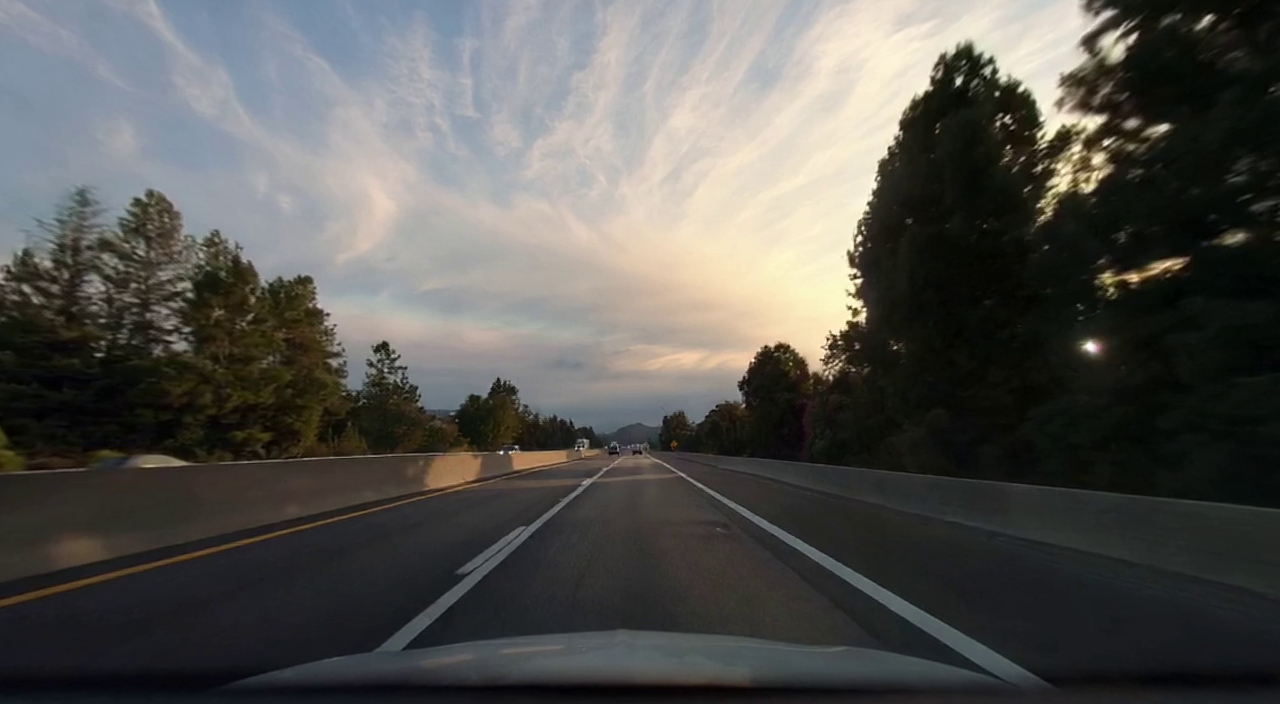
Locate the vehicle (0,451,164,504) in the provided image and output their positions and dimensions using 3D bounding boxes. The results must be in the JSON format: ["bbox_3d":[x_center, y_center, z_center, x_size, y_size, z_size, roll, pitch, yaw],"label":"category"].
[{"bbox_3d":[-18.998,4.176,21.302,1.939,1.565,4.577,0,-9,1],"label":"vehicle"}]
